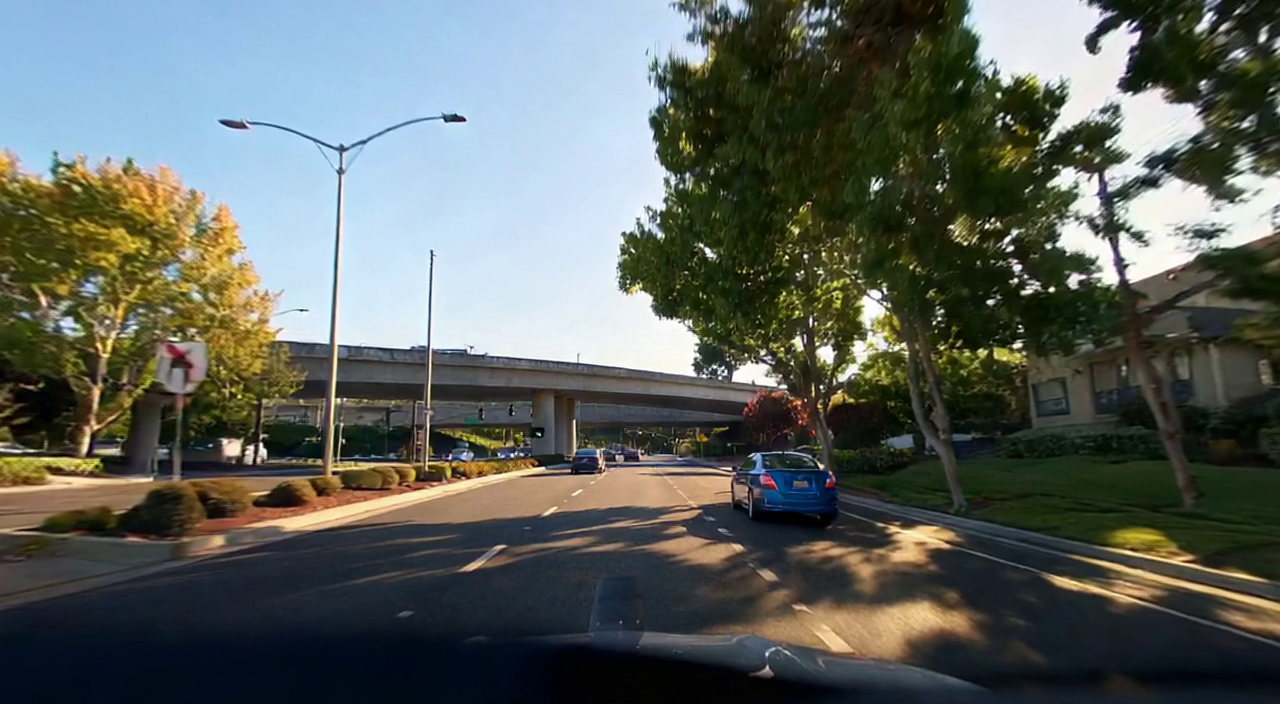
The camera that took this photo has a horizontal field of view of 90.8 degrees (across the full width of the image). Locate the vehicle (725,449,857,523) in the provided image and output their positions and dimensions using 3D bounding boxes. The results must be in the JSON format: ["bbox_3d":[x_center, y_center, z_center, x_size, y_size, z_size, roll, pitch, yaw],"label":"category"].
[{"bbox_3d":[3.437,3.119,15.335,2.068,1.497,4.247,0,-8,-1],"label":"vehicle"}]

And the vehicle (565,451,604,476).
[{"bbox_3d":[-3.469,7.032,40.025,2.041,1.460,4.036,0,-8,1],"label":"vehicle"}]
